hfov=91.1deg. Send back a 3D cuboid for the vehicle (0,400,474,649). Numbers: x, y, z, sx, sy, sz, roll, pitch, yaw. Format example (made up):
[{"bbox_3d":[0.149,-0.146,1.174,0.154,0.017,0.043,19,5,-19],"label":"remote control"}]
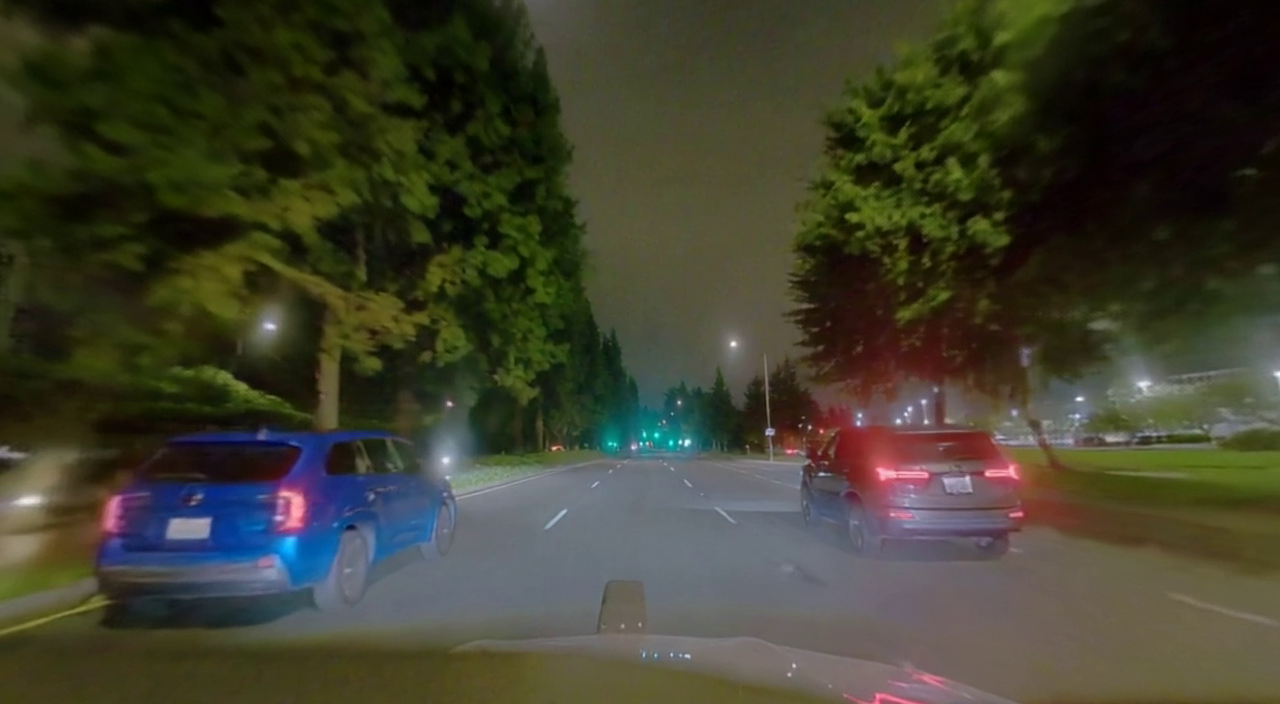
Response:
[{"bbox_3d":[-3.316,1.451,6.376,2.025,1.635,4.293,0,-8,1],"label":"vehicle"}]

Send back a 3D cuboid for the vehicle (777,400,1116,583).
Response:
[{"bbox_3d":[3.519,1.713,8.658,2.087,1.759,5.040,0,-8,0],"label":"vehicle"}]
